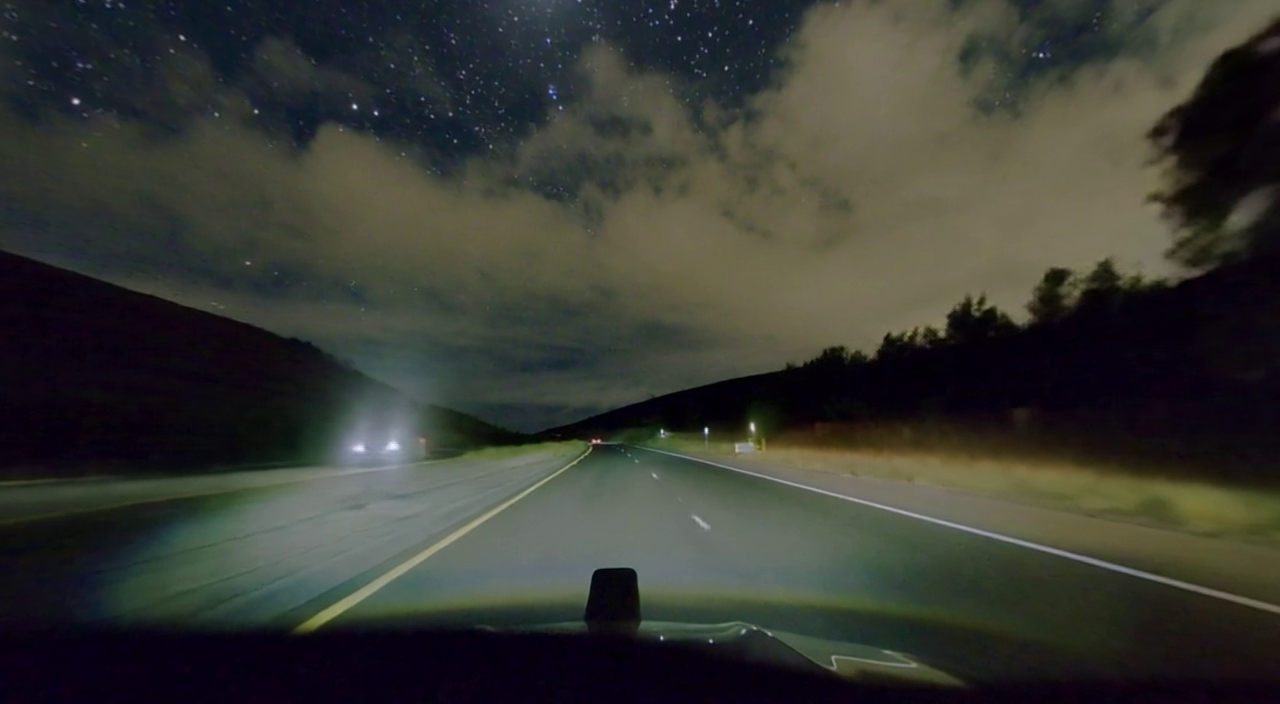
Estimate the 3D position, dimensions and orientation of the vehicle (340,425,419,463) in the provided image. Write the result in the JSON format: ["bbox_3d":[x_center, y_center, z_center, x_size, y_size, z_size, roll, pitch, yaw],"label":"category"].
[{"bbox_3d":[-12.883,4.596,31.462,2.143,1.728,4.574,0,-8,-3],"label":"vehicle"}]
